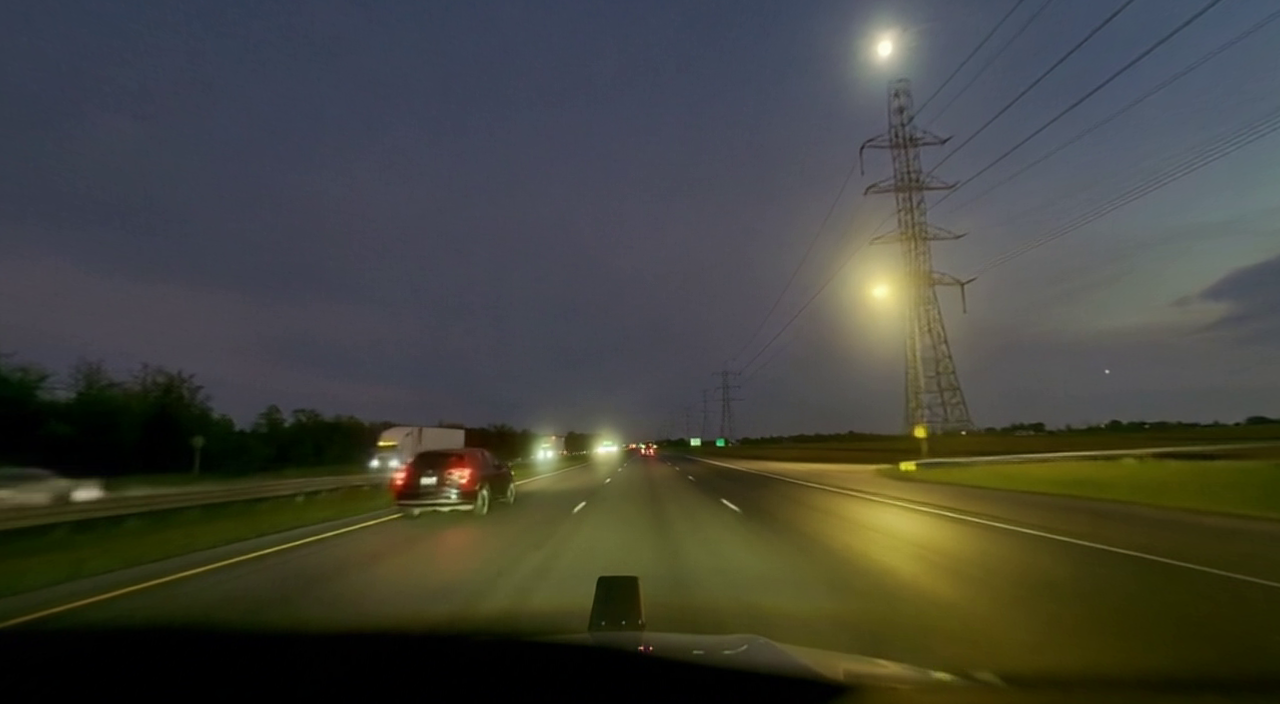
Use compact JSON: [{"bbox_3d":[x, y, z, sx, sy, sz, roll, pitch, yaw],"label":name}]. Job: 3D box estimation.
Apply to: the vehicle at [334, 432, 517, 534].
[{"bbox_3d":[-3.712,2.344,11.815,1.924,1.550,4.165,0,-9,1],"label":"vehicle"}]
